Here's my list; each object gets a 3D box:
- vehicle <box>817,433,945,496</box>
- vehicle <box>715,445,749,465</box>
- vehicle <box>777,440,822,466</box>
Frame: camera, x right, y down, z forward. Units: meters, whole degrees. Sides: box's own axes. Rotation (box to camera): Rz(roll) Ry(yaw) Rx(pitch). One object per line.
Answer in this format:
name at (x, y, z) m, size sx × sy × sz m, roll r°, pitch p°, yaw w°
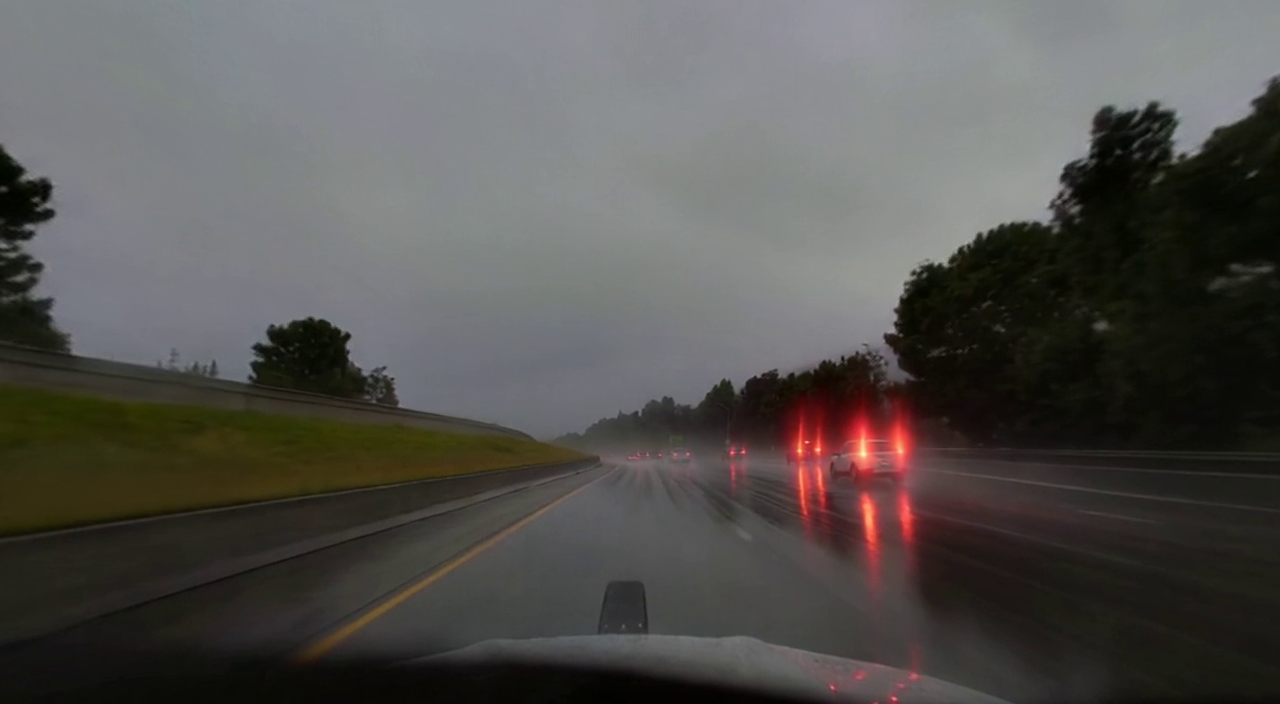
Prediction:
vehicle at (7.188, 3.387, 19.336) m, size 2.048 × 1.697 × 4.689 m, roll 0°, pitch -8°, yaw 0°
vehicle at (7.067, 7.937, 48.446) m, size 1.940 × 1.482 × 3.644 m, roll 0°, pitch -8°, yaw -2°
vehicle at (11.001, 6.965, 43.473) m, size 1.986 × 1.644 × 4.126 m, roll 0°, pitch -8°, yaw -1°
